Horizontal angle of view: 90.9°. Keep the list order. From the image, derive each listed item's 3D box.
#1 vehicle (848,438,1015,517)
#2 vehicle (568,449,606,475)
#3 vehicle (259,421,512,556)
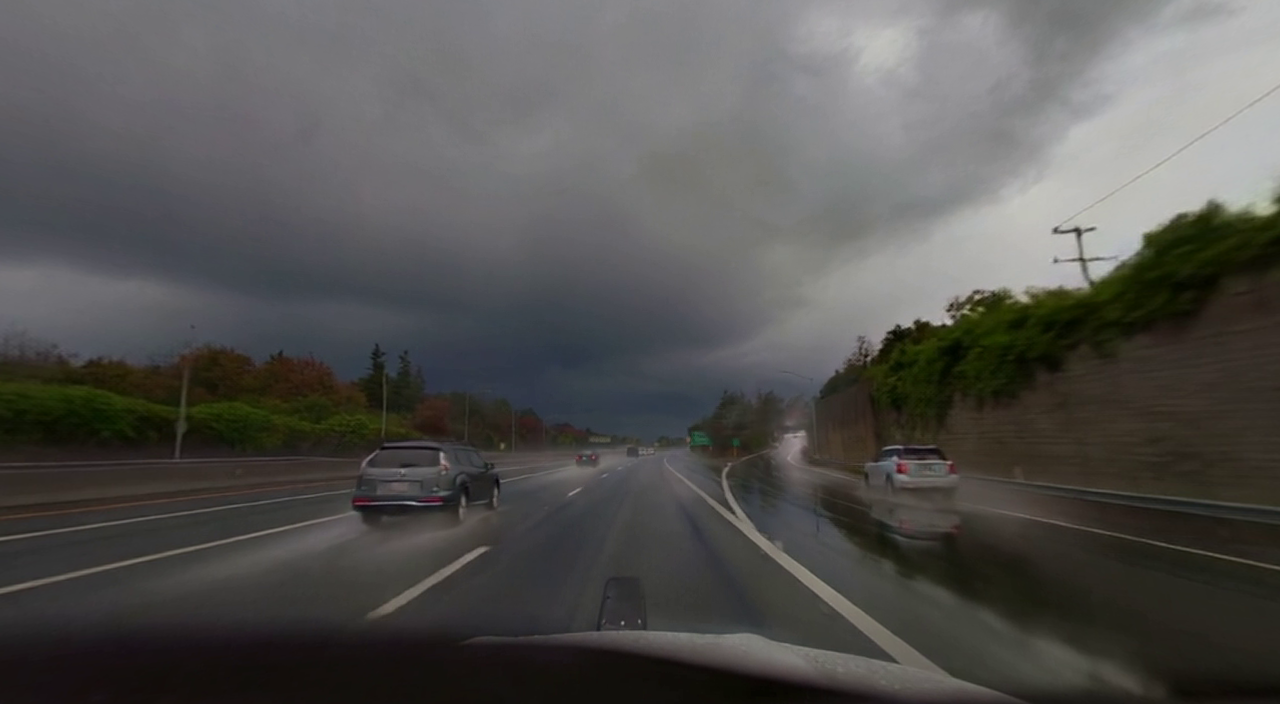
[{"bbox_3d":[6.640,2.898,15.078,2.020,1.548,4.715,-1,-9,4],"label":"vehicle"},{"bbox_3d":[-3.263,6.875,39.702,1.997,1.540,3.906,0,-9,1],"label":"vehicle"},{"bbox_3d":[-3.682,2.081,10.229,2.263,1.696,4.321,0,-9,0],"label":"vehicle"}]
